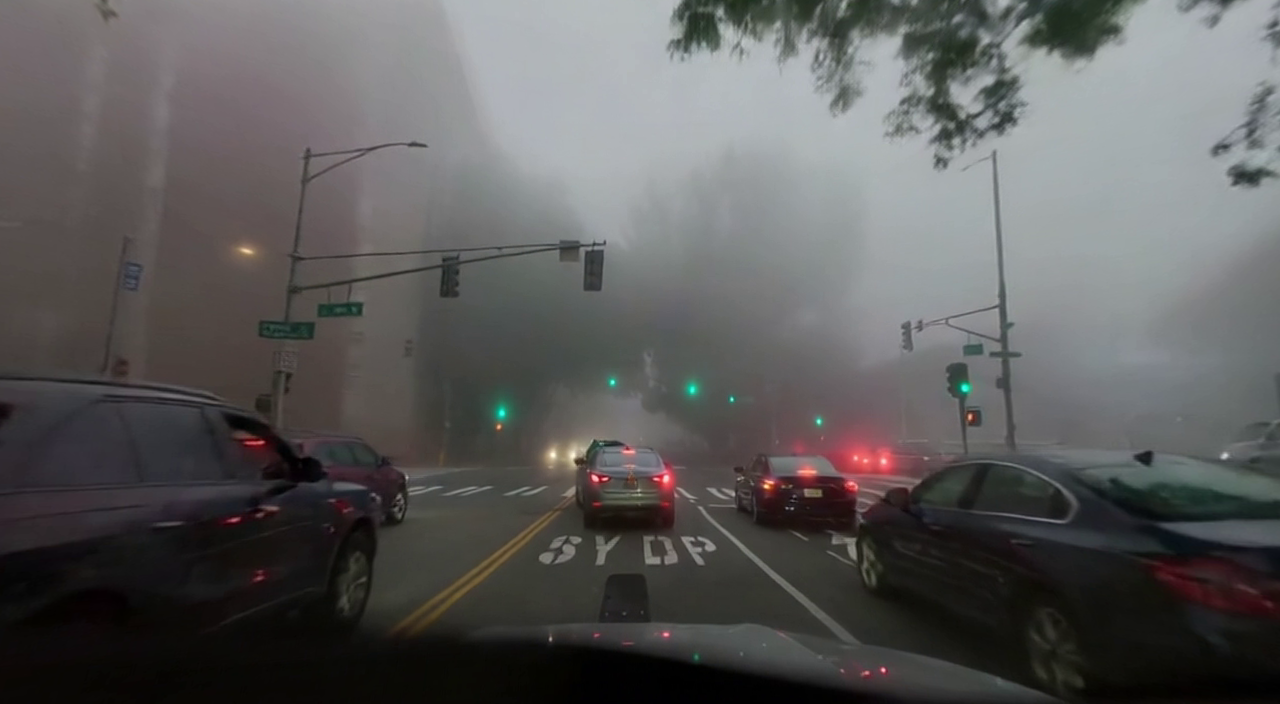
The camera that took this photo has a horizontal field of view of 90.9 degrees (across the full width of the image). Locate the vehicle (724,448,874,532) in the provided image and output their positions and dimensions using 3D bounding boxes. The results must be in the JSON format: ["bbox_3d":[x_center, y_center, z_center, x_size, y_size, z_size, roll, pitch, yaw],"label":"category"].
[{"bbox_3d":[3.140,2.807,13.545,1.942,1.443,4.468,0,-8,-2],"label":"vehicle"}]

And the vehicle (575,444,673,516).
[{"bbox_3d":[-0.417,2.935,15.029,2.031,1.461,3.763,0,-8,-3],"label":"vehicle"}]

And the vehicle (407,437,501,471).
[{"bbox_3d":[-9.902,5.419,33.557,4.556,1.689,1.982,-4,-9,25],"label":"vehicle"}]

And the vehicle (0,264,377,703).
[{"bbox_3d":[-2.935,0.868,2.959,1.683,2.039,3.703,0,-8,1],"label":"vehicle"}]

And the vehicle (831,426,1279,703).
[{"bbox_3d":[3.298,1.453,5.197,1.973,1.537,4.533,0,-8,-1],"label":"vehicle"}]
